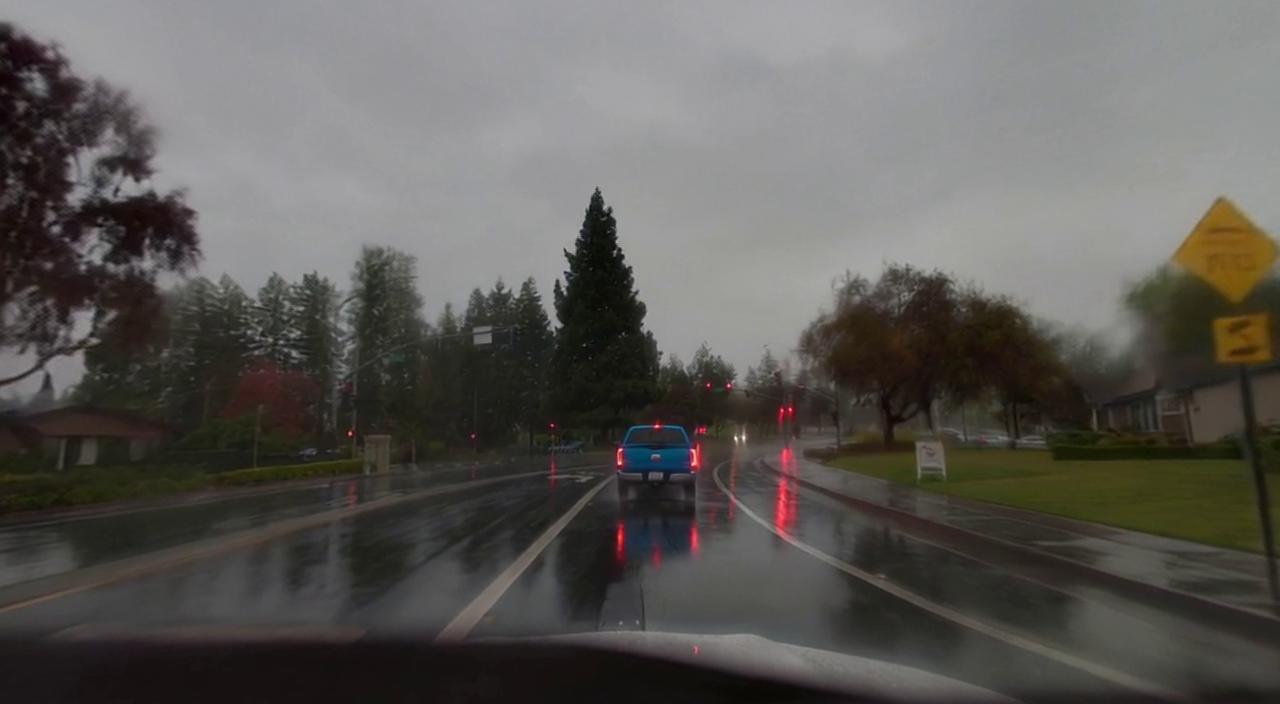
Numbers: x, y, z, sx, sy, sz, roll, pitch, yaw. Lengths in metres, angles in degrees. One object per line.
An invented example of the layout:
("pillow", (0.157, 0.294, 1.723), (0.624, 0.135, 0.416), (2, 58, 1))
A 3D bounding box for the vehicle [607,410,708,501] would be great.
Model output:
("vehicle", (0.477, 2.589, 16.060), (2.153, 1.942, 4.767), (0, -8, 2))

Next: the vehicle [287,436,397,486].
("vehicle", (-12.586, 4.575, 27.106), (2.053, 1.822, 4.852), (-2, -7, 5))
